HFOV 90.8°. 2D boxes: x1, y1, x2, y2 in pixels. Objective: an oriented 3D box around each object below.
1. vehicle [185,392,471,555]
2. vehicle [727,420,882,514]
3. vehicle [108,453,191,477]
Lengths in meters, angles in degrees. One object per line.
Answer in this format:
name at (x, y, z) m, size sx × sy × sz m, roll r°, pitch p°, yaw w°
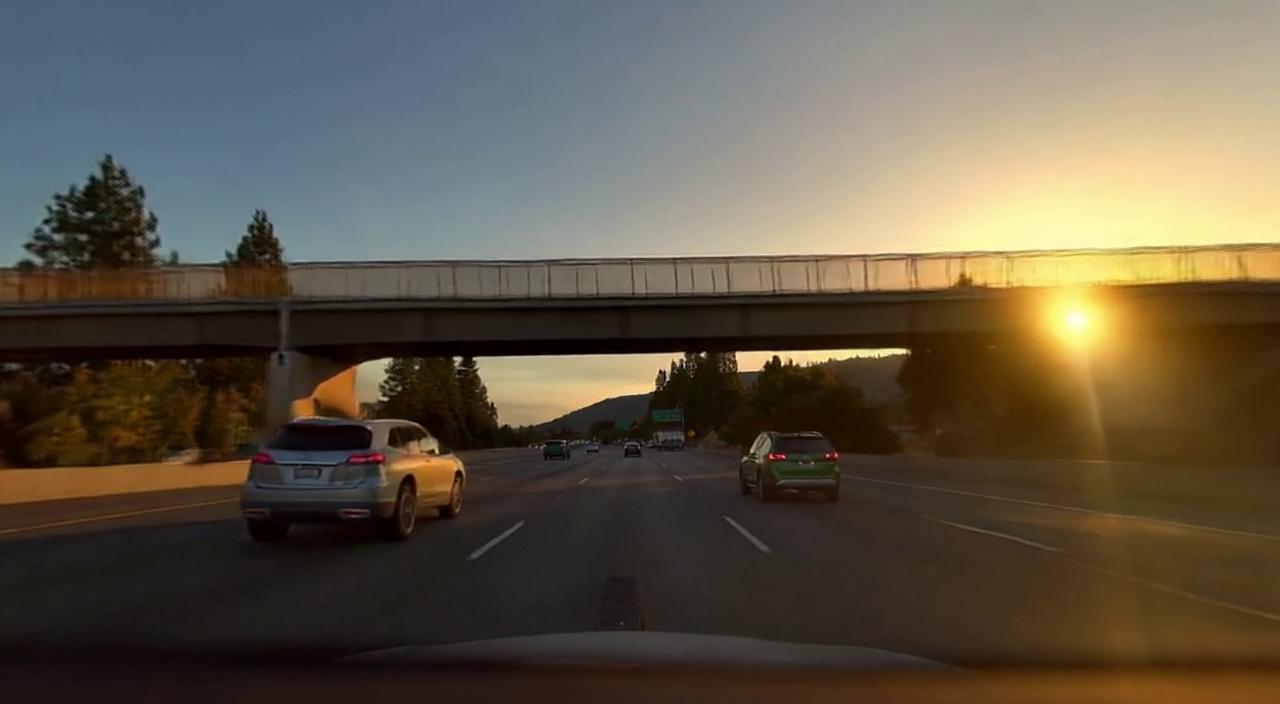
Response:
vehicle at (-4.252, 1.759, 9.750) m, size 2.018 × 1.872 × 4.728 m, roll 0°, pitch -8°, yaw -1°
vehicle at (3.417, 2.499, 14.199) m, size 2.185 × 1.749 × 4.477 m, roll 0°, pitch -8°, yaw -1°
vehicle at (-33.252, 7.667, 42.990) m, size 1.831 × 1.478 × 4.762 m, roll 0°, pitch -8°, yaw 0°
